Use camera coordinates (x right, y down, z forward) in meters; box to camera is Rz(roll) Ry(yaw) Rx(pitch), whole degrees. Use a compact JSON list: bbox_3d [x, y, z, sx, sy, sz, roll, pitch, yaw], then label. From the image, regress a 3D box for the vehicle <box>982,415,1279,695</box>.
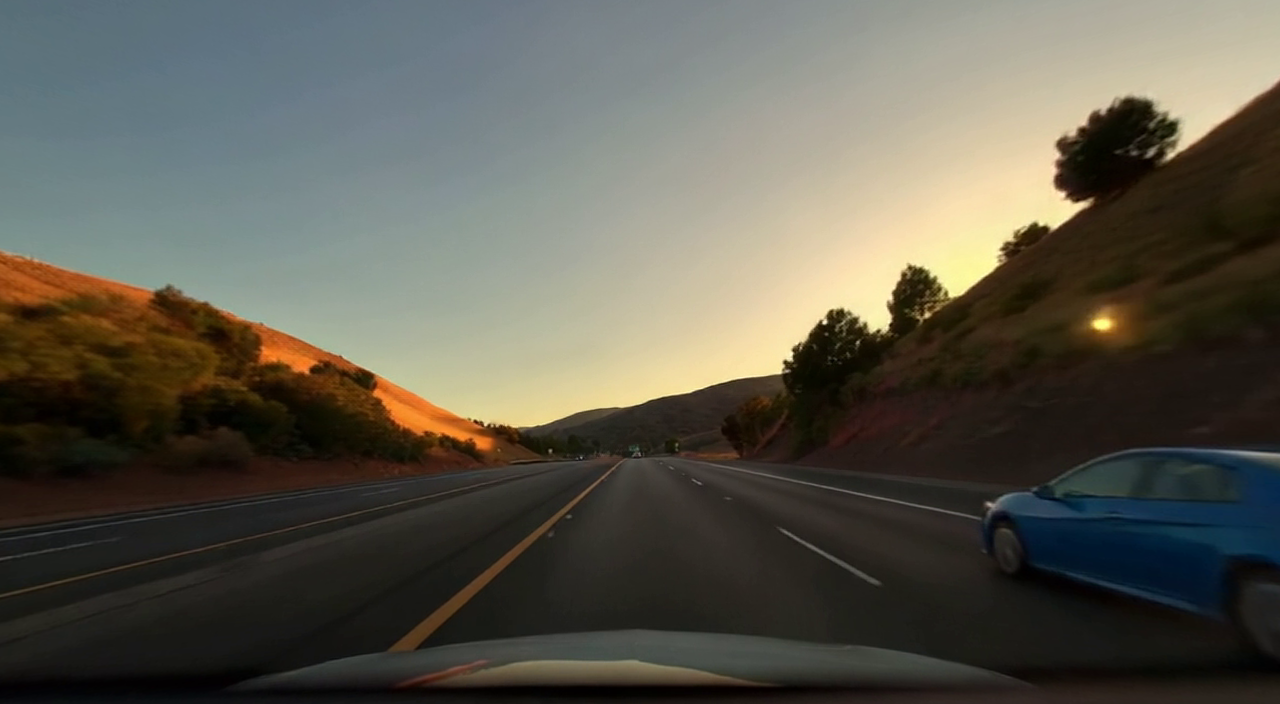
[{"bbox_3d":[4.315,1.146,3.904,1.981,1.440,4.125,-1,-9,-1],"label":"vehicle"}]
